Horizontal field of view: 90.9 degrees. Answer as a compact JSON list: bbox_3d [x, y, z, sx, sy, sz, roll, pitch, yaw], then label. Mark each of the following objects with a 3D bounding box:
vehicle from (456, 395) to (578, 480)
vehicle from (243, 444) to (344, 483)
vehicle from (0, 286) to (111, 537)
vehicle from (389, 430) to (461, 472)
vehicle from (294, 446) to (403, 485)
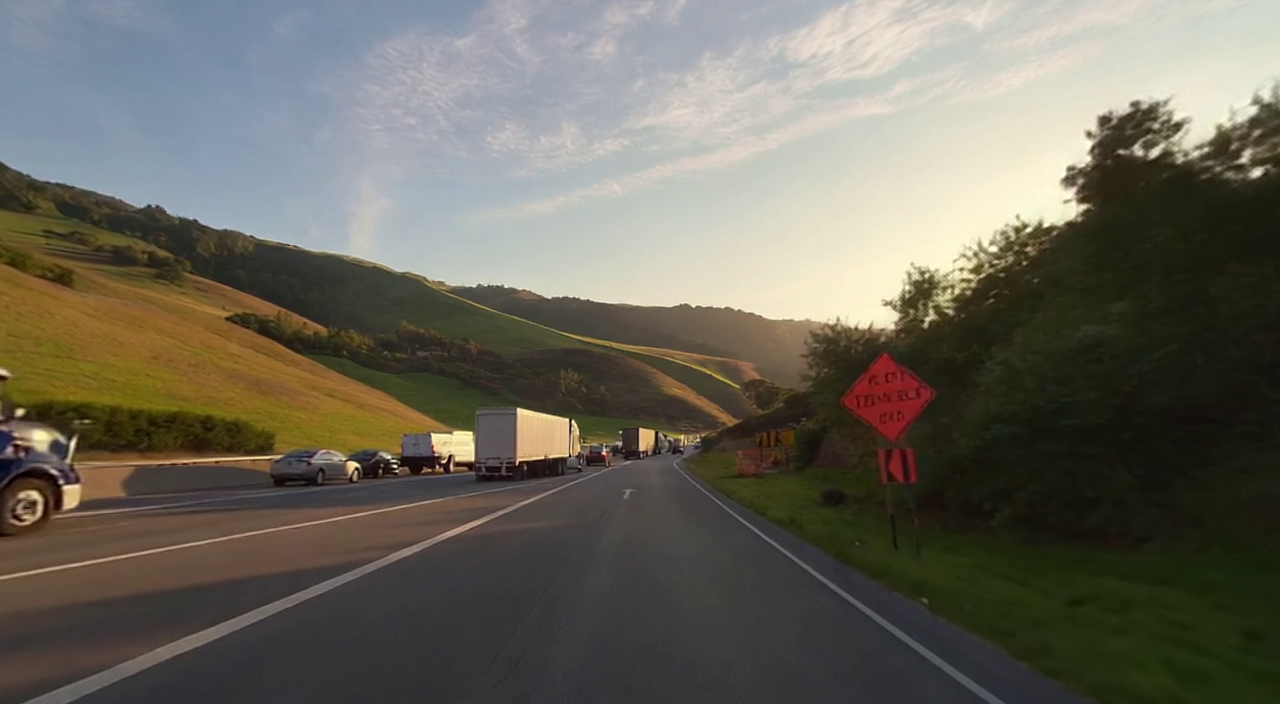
[{"bbox_3d":[-6.642,5.219,37.599,2.848,4.067,14.314,-1,-9,7],"label":"vehicle"},{"bbox_3d":[-16.124,5.182,29.579,1.943,1.662,4.283,-1,-9,6],"label":"vehicle"},{"bbox_3d":[-11.285,0.714,8.321,2.960,3.757,5.799,-1,-9,7],"label":"vehicle"},{"bbox_3d":[-14.253,6.644,42.138,2.264,2.596,5.494,-1,-9,7],"label":"vehicle"},{"bbox_3d":[-12.442,4.873,27.337,1.925,1.493,4.864,-2,-9,8],"label":"vehicle"}]
